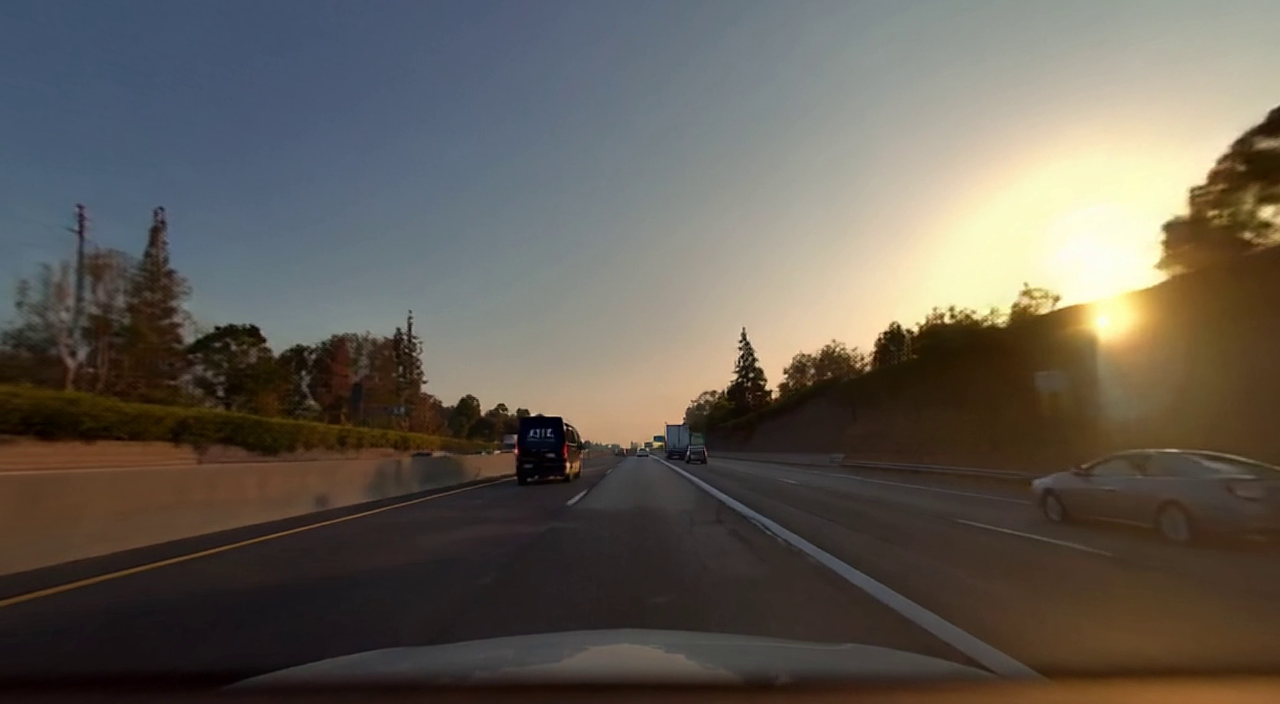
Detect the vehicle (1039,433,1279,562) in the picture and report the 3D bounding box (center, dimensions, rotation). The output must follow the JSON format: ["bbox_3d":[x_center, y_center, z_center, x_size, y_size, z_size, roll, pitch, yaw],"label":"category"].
[{"bbox_3d":[8.343,1.995,9.285,1.838,1.490,4.460,0,-9,-3],"label":"vehicle"}]

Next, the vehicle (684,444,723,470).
[{"bbox_3d":[4.186,7.024,42.410,2.066,1.638,4.158,0,-9,-1],"label":"vehicle"}]

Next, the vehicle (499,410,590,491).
[{"bbox_3d":[-3.399,3.757,24.199,2.380,2.648,6.879,0,-9,0],"label":"vehicle"}]

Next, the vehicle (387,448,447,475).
[{"bbox_3d":[-12.930,6.373,36.884,1.842,1.474,4.473,0,-9,0],"label":"vehicle"}]
